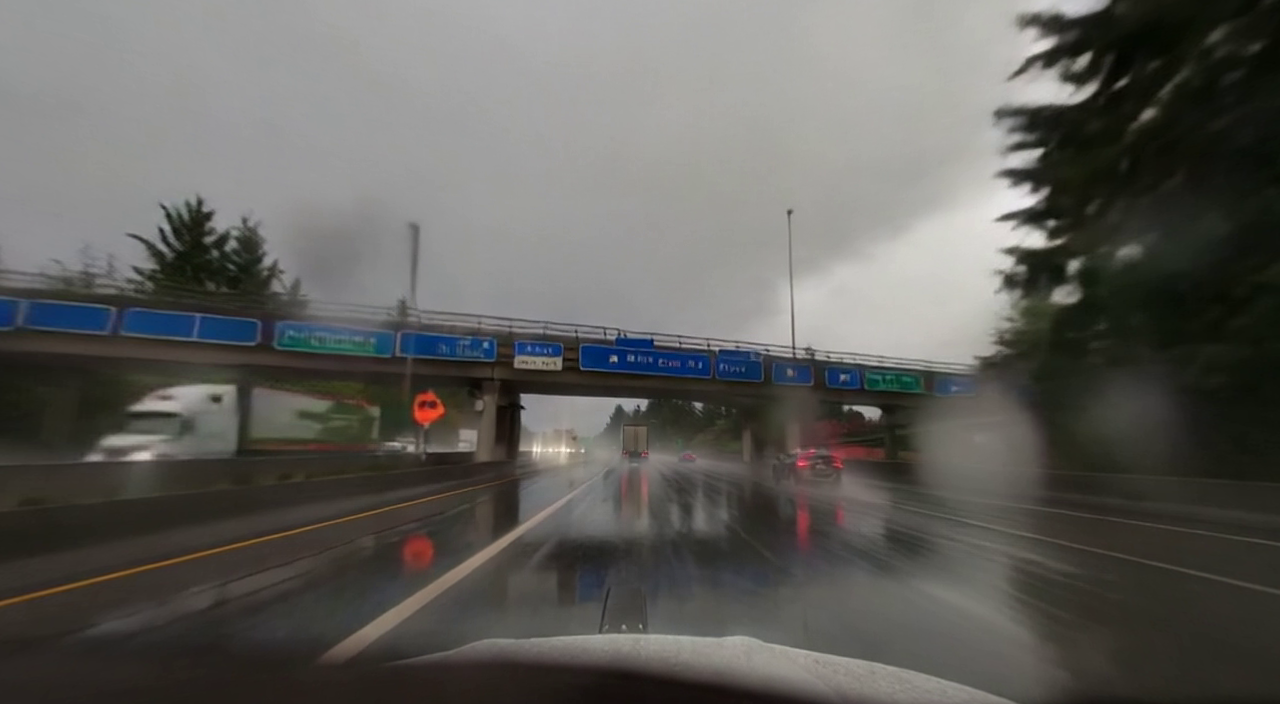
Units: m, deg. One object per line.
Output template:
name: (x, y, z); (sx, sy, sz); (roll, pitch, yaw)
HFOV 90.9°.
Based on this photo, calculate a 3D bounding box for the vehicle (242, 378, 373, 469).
vehicle: (-15.797, 3.579, 30.528); (2.938, 3.932, 5.905); (0, -9, 0)

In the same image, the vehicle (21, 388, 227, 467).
vehicle: (-23.633, 3.675, 29.682); (2.756, 3.192, 8.021); (0, -9, 0)
